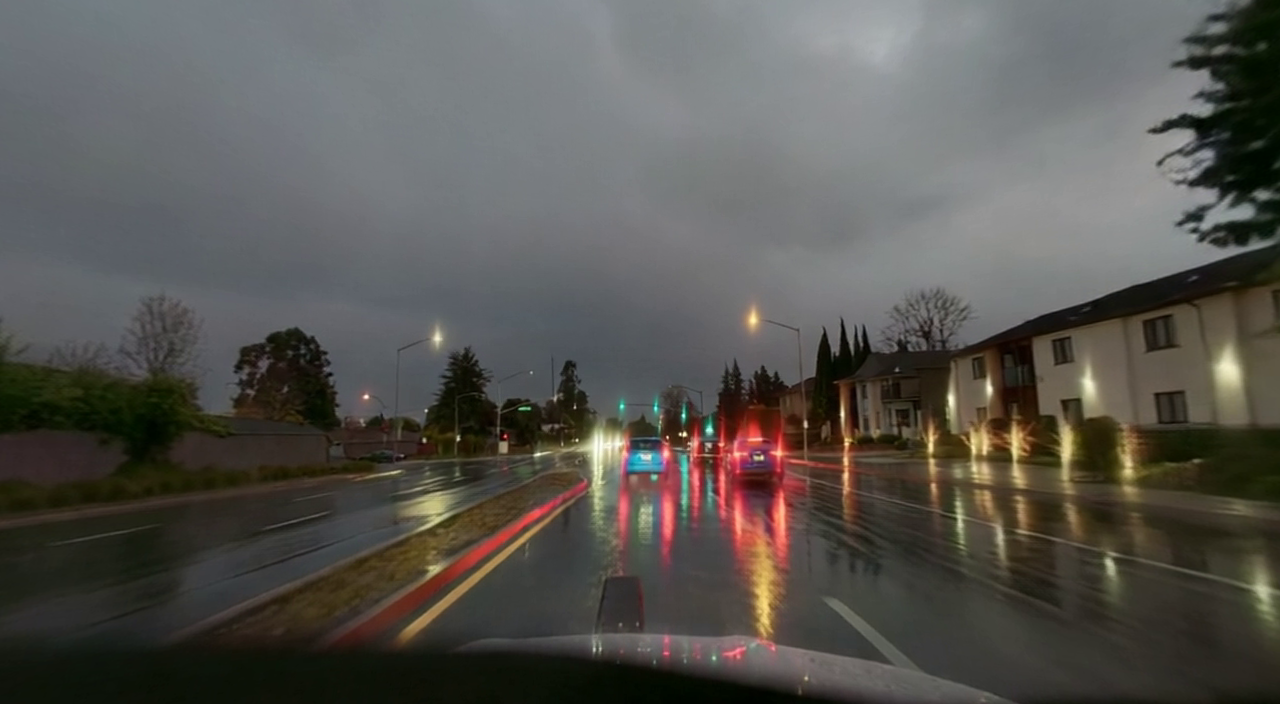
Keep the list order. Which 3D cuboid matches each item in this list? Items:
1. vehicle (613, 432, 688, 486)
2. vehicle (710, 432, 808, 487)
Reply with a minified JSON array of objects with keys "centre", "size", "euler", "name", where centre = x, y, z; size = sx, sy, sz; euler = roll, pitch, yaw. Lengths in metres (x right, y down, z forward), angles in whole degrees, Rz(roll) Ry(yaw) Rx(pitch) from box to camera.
[{"centre":[0.302,3.309,19.761],"size":[2.093,1.497,4.010],"euler":[0,-8,0],"name":"vehicle"},{"centre":[3.573,3.329,19.917],"size":[2.161,1.519,4.568],"euler":[0,-8,0],"name":"vehicle"}]
